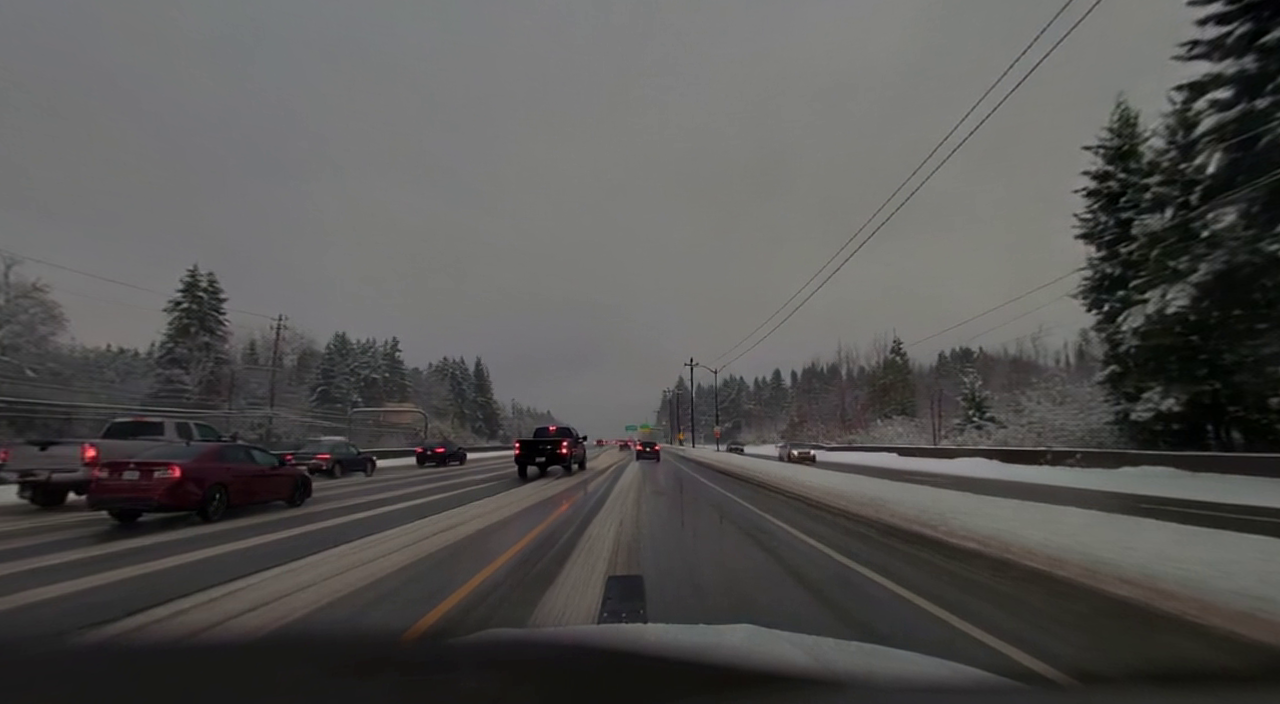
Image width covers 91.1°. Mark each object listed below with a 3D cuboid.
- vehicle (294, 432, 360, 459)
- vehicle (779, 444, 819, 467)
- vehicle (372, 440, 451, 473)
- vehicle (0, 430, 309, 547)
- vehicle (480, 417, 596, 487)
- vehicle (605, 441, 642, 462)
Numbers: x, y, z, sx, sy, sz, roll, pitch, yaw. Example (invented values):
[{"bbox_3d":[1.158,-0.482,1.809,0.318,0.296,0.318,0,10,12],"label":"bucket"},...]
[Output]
[{"bbox_3d":[-23.943,7.188,48.284,2.170,1.974,5.348,0,-8,2],"label":"vehicle"},{"bbox_3d":[12.449,8.089,49.440,2.048,1.720,4.524,0,-8,2],"label":"vehicle"},{"bbox_3d":[-10.775,4.953,29.988,1.884,1.453,4.579,0,-8,2],"label":"vehicle"},{"bbox_3d":[-7.725,2.085,10.358,1.964,1.481,4.425,0,-8,2],"label":"vehicle"},{"bbox_3d":[-3.264,3.463,22.033,2.815,2.092,6.526,0,-8,1],"label":"vehicle"},{"bbox_3d":[-1.156,7.215,45.828,2.013,1.444,4.447,-1,-8,8],"label":"vehicle"}]
